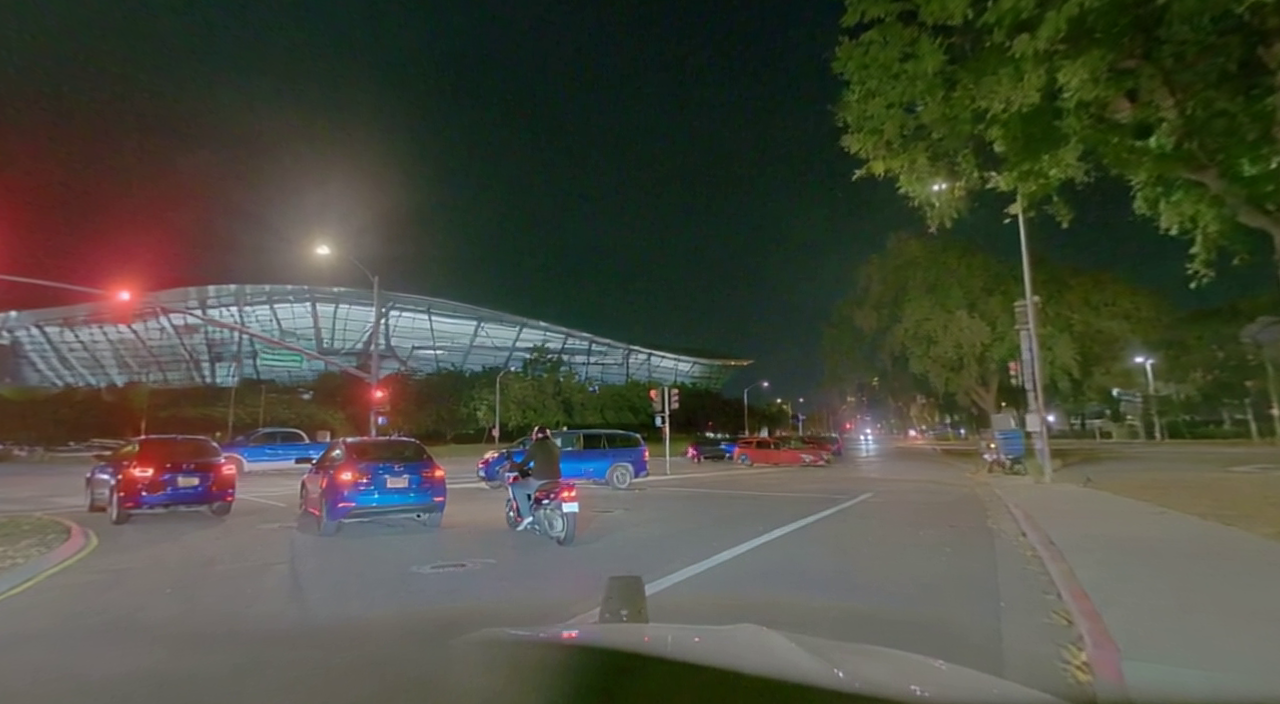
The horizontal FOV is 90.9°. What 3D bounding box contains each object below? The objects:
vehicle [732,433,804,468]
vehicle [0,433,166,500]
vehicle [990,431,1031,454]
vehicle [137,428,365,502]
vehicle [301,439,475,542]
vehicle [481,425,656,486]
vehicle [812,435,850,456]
[{"bbox_3d":[6.754,5.101,32.940,2.084,1.656,4.583,-5,-9,32],"label":"vehicle"},{"bbox_3d":[-16.360,3.188,17.847,4.380,1.727,2.052,-1,-8,7],"label":"vehicle"},{"bbox_3d":[26.083,6.375,44.502,1.872,1.467,4.385,-4,-9,24],"label":"vehicle"},{"bbox_3d":[-9.920,2.902,16.389,4.583,1.755,1.936,0,-8,-1],"label":"vehicle"},{"bbox_3d":[-4.699,2.315,11.388,2.009,1.450,4.182,5,-9,-34],"label":"vehicle"},{"bbox_3d":[-2.519,3.673,22.865,5.833,1.960,2.341,4,-9,-30],"label":"vehicle"},{"bbox_3d":[14.772,7.169,48.661,2.024,1.543,4.028,-4,-9,27],"label":"vehicle"}]
